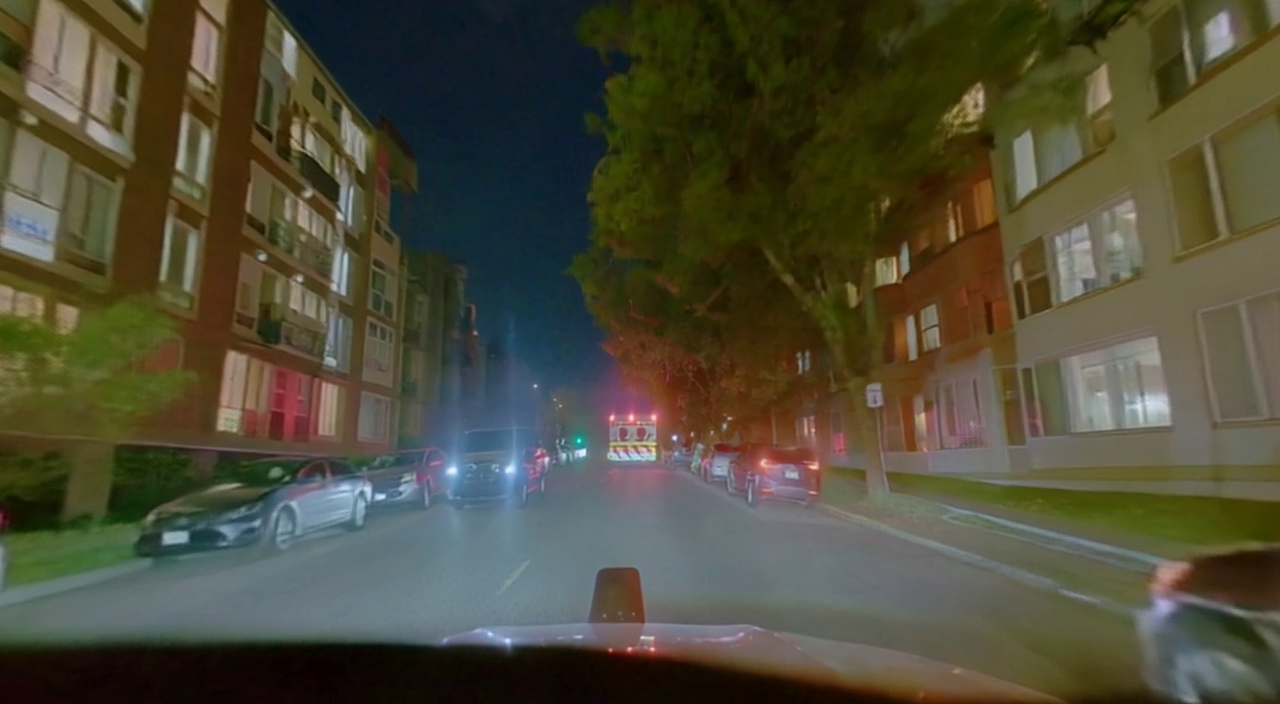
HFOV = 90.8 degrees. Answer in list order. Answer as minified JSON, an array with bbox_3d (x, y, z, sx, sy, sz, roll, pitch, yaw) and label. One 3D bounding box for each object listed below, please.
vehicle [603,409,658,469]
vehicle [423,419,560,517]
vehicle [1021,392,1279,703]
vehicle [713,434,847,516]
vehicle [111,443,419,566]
[{"bbox_3d":[-0.624,4.971,35.841,2.754,3.008,7.730,0,-8,-2],"label":"vehicle"},{"bbox_3d":[-3.068,2.486,14.045,2.029,1.802,4.229,0,-8,0],"label":"vehicle"},{"bbox_3d":[3.290,0.812,1.173,2.155,1.553,4.738,3,-9,-1],"label":"vehicle"},{"bbox_3d":[3.172,2.862,15.299,2.035,1.549,4.373,4,-8,-3],"label":"vehicle"},{"bbox_3d":[-5.379,2.191,10.043,2.047,1.471,4.647,0,-8,0],"label":"vehicle"}]
